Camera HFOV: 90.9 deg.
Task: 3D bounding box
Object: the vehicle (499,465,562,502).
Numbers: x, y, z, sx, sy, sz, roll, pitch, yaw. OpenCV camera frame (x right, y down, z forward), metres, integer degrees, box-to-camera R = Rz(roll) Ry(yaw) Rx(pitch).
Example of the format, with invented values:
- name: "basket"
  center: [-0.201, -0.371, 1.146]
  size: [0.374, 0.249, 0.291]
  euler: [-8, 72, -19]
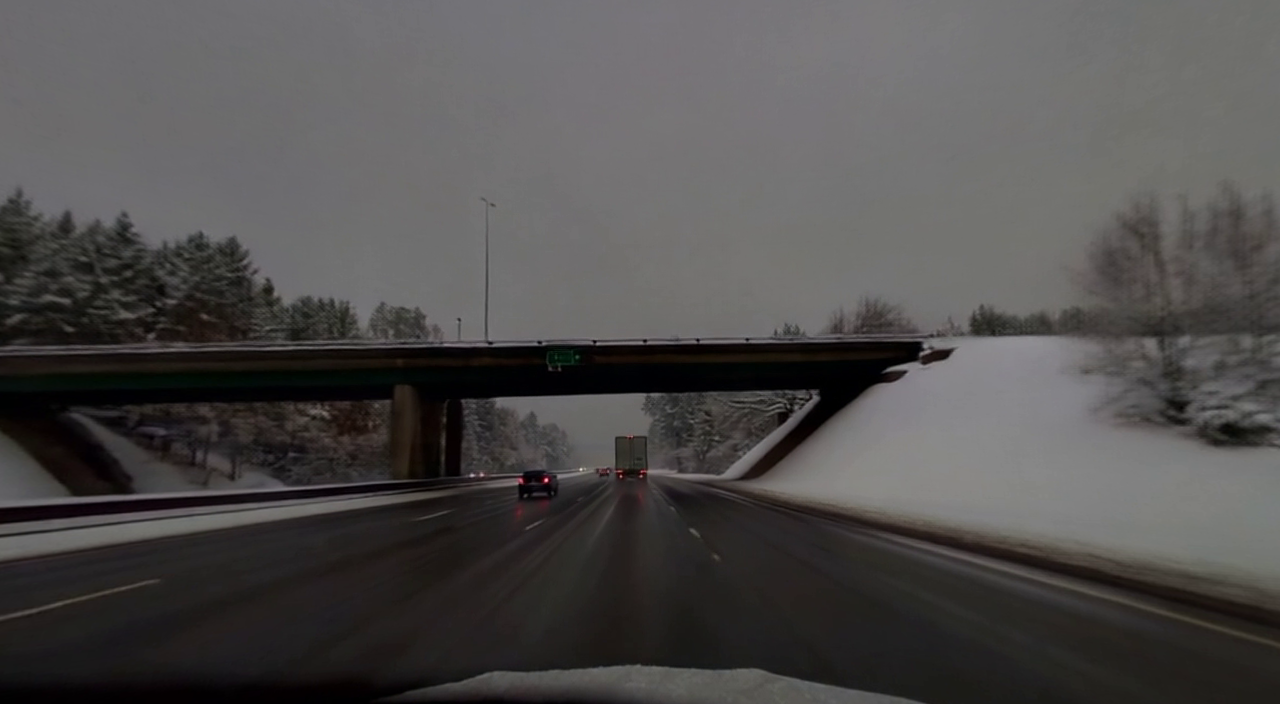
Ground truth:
- name: "vehicle"
  center: [-4.804, 5.862, 28.330]
  size: [1.950, 1.460, 4.812]
  euler: [1, -11, 0]
